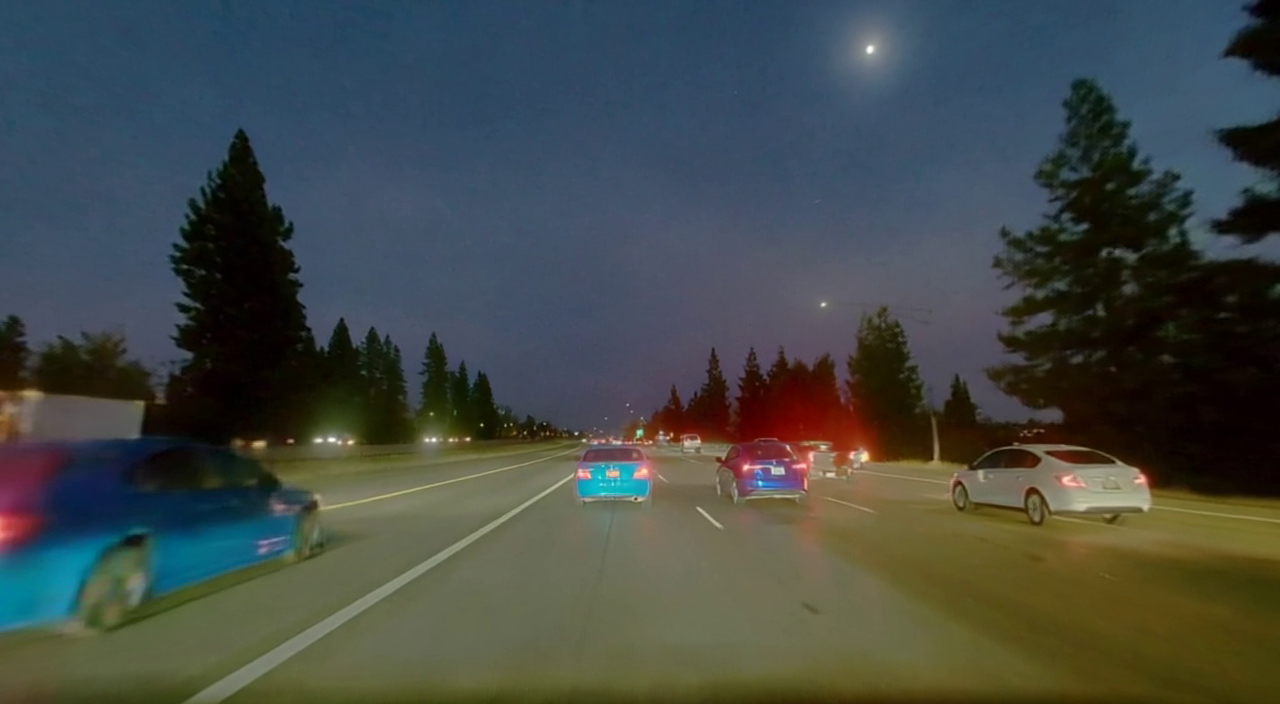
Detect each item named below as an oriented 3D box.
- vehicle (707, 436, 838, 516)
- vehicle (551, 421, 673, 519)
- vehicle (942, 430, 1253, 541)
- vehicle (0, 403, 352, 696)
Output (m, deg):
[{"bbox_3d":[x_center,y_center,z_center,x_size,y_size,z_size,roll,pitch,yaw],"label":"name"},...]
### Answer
[{"bbox_3d":[2.829,2.761,14.506,1.975,1.532,4.227,1,-9,-2],"label":"vehicle"},{"bbox_3d":[-0.544,2.406,13.264,2.181,1.728,3.970,1,-9,-2],"label":"vehicle"},{"bbox_3d":[8.083,2.374,11.910,2.106,1.641,4.671,1,-9,-5],"label":"vehicle"},{"bbox_3d":[-4.429,1.275,4.864,2.071,1.537,4.912,0,-9,0],"label":"vehicle"}]
